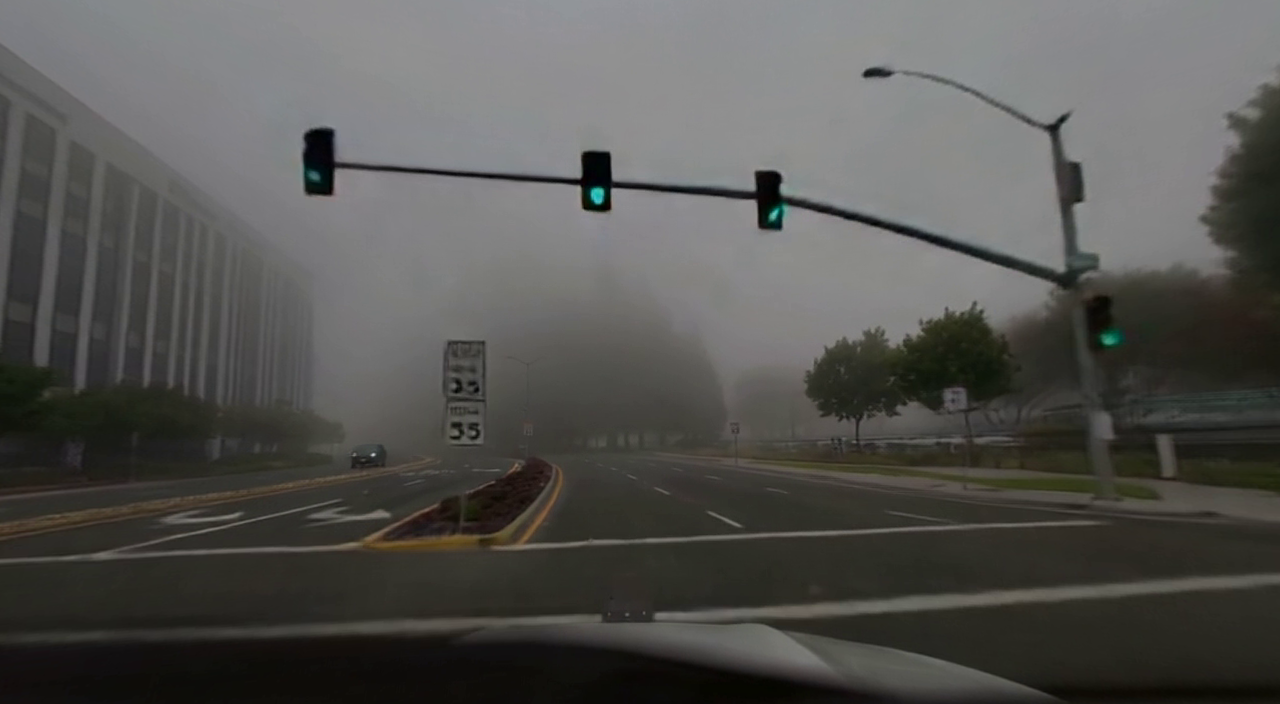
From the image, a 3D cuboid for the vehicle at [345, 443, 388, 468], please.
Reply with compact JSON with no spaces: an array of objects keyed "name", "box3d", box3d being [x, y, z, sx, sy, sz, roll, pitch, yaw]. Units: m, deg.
[{"name":"vehicle","box3d":[-21.079,7.981,48.724,2.091,1.809,4.550,2,-8,-12]}]
